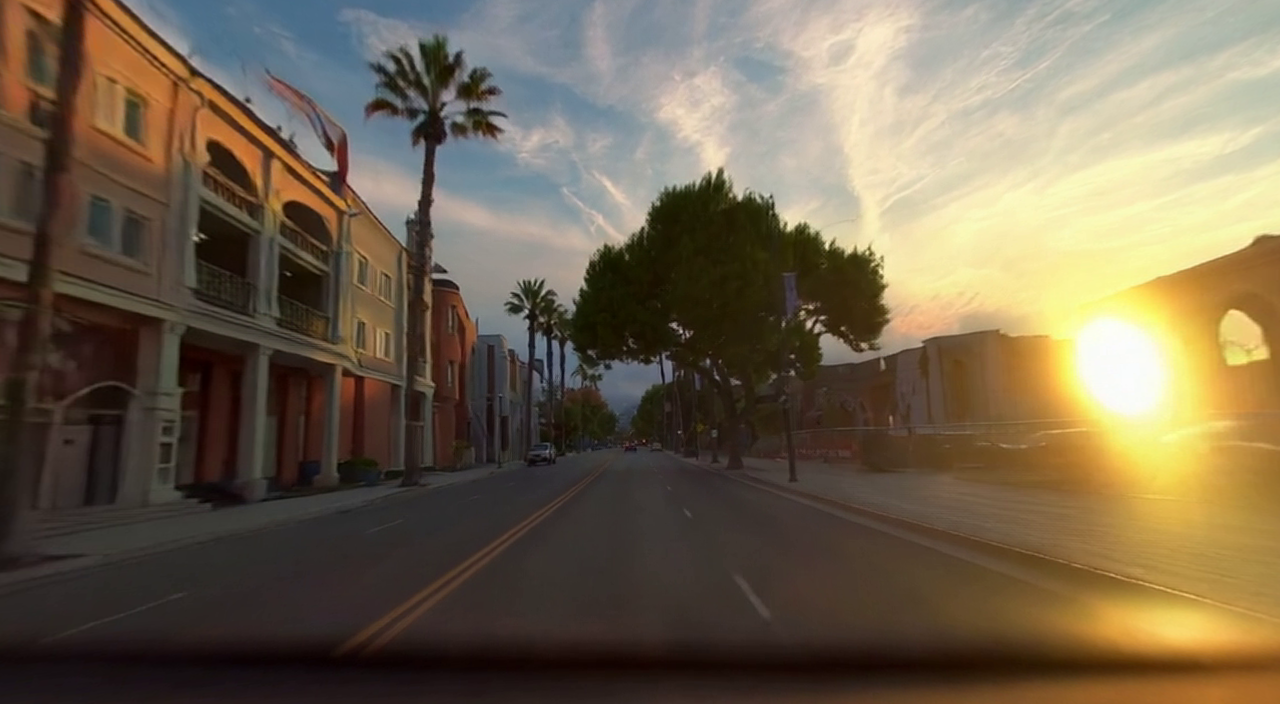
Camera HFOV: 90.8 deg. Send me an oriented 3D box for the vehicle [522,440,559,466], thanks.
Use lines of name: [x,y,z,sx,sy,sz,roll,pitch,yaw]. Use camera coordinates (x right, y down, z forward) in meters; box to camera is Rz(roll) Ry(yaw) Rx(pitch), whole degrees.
vehicle: [-6.927,7.115,44.468,1.946,1.640,4.430,-2,-9,-1]
